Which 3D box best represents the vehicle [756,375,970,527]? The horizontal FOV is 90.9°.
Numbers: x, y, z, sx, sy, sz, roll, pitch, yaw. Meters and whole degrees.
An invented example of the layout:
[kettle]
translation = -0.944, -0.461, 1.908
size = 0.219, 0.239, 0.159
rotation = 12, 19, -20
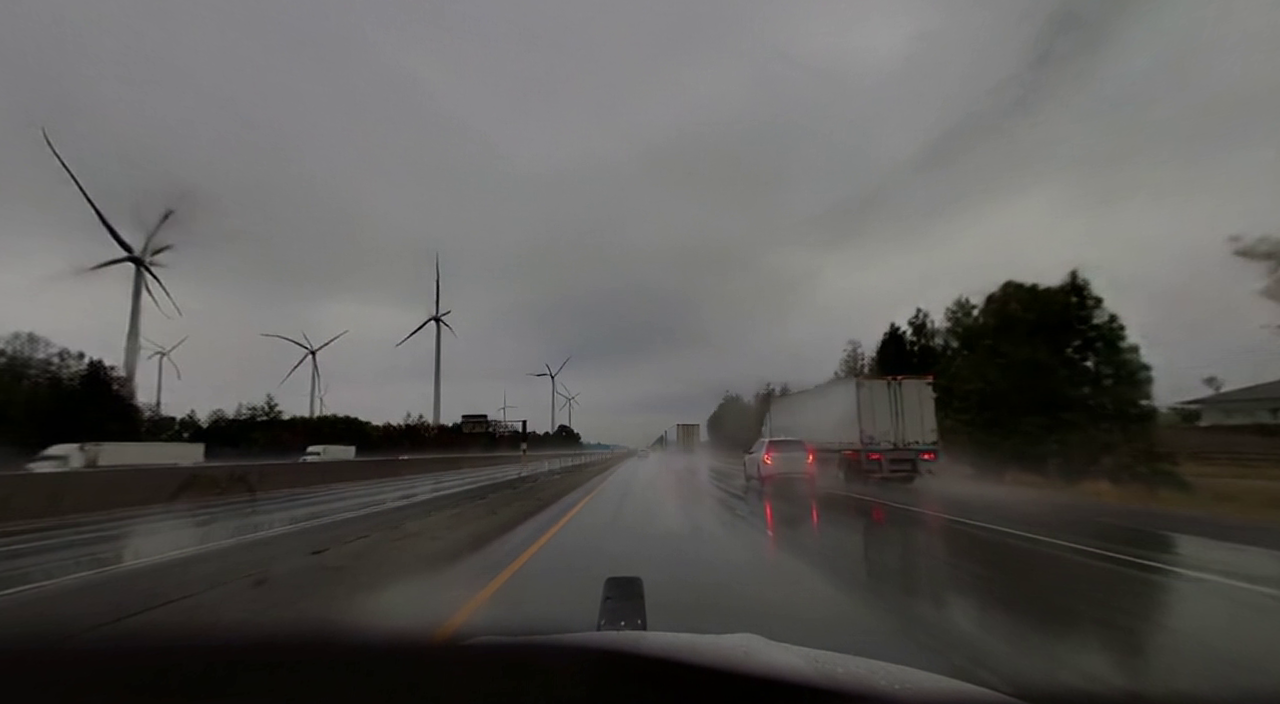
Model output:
[vehicle]
translation = 4.430, 2.166, 13.893
size = 2.609, 2.648, 5.397
rotation = 0, -9, -1
